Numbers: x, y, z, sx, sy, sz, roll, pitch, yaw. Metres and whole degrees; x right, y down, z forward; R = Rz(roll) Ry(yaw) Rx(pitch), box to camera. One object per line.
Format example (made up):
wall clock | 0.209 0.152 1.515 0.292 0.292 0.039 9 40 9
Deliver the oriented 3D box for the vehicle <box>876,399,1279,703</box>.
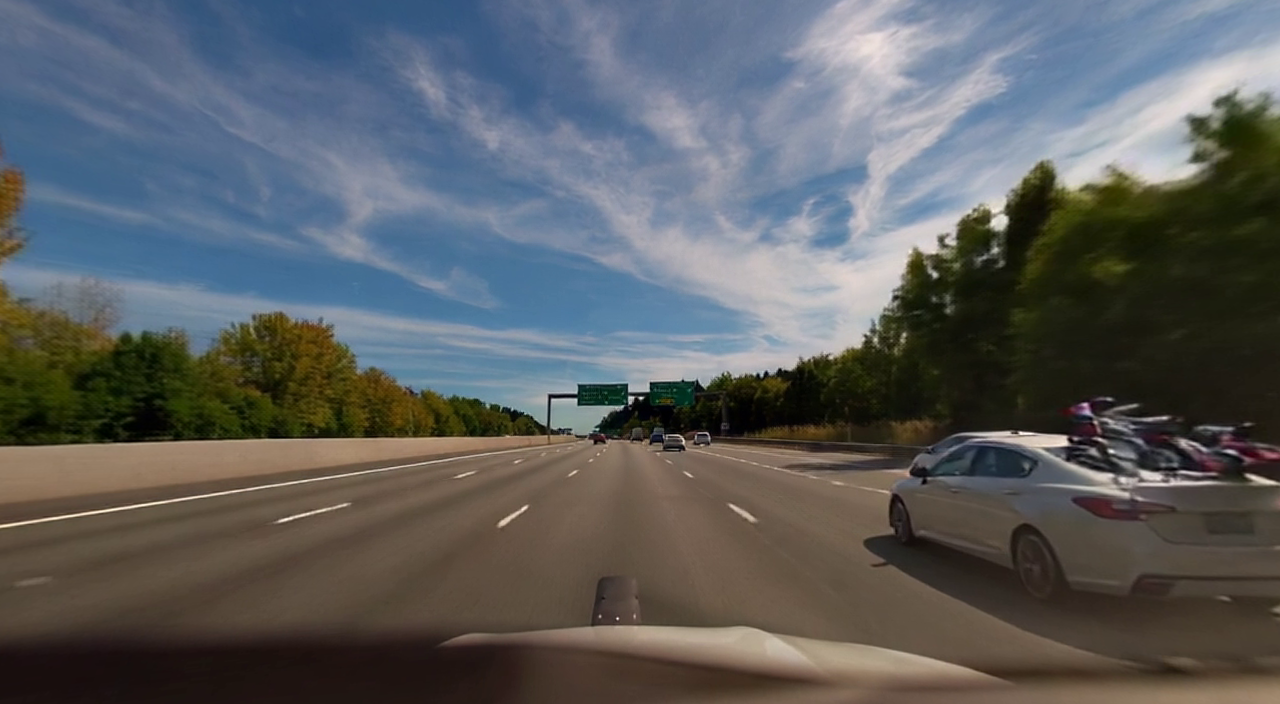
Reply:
vehicle | 3.726 1.178 4.604 2.094 1.441 4.568 0 -8 -2
